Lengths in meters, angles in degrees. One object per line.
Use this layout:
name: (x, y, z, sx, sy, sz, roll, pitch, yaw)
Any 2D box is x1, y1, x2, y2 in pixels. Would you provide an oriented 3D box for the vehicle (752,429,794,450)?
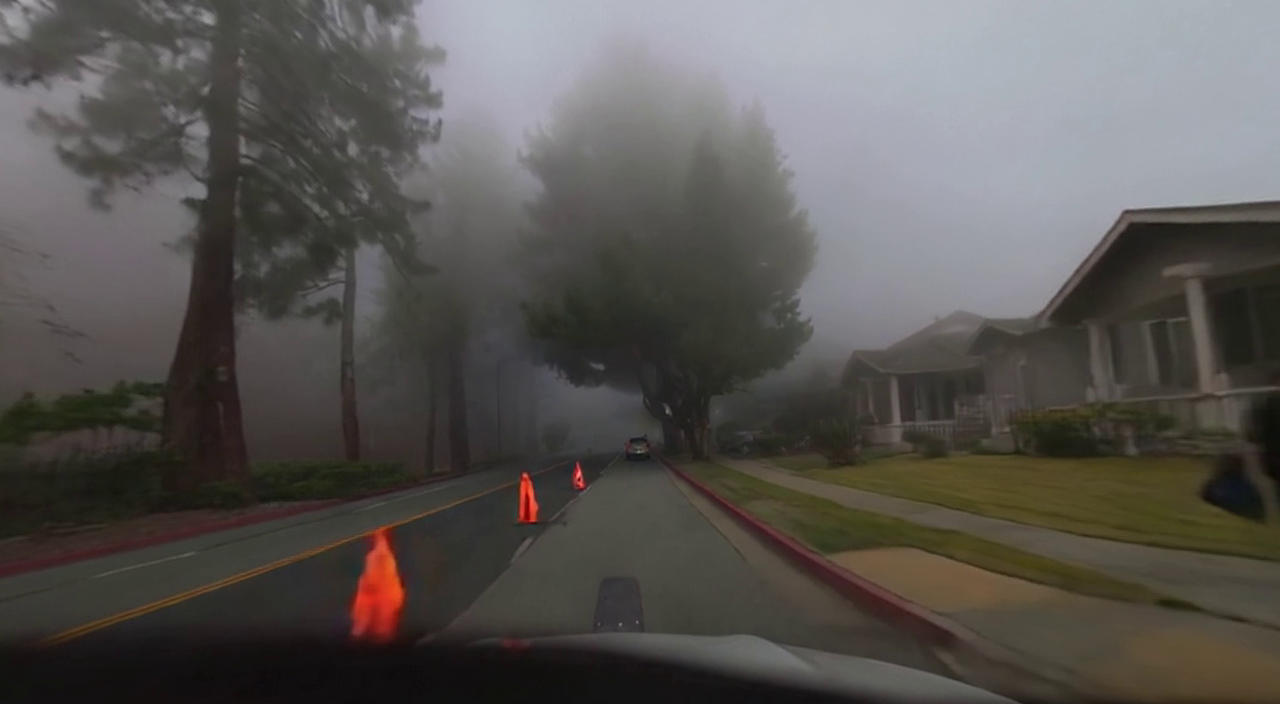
vehicle: (10.180, 6.748, 48.568, 1.698, 1.548, 2.969, 3, -9, -23)

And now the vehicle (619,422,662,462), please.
vehicle: (-0.063, 4.996, 34.998, 2.169, 2.015, 5.206, 0, -8, -2)
